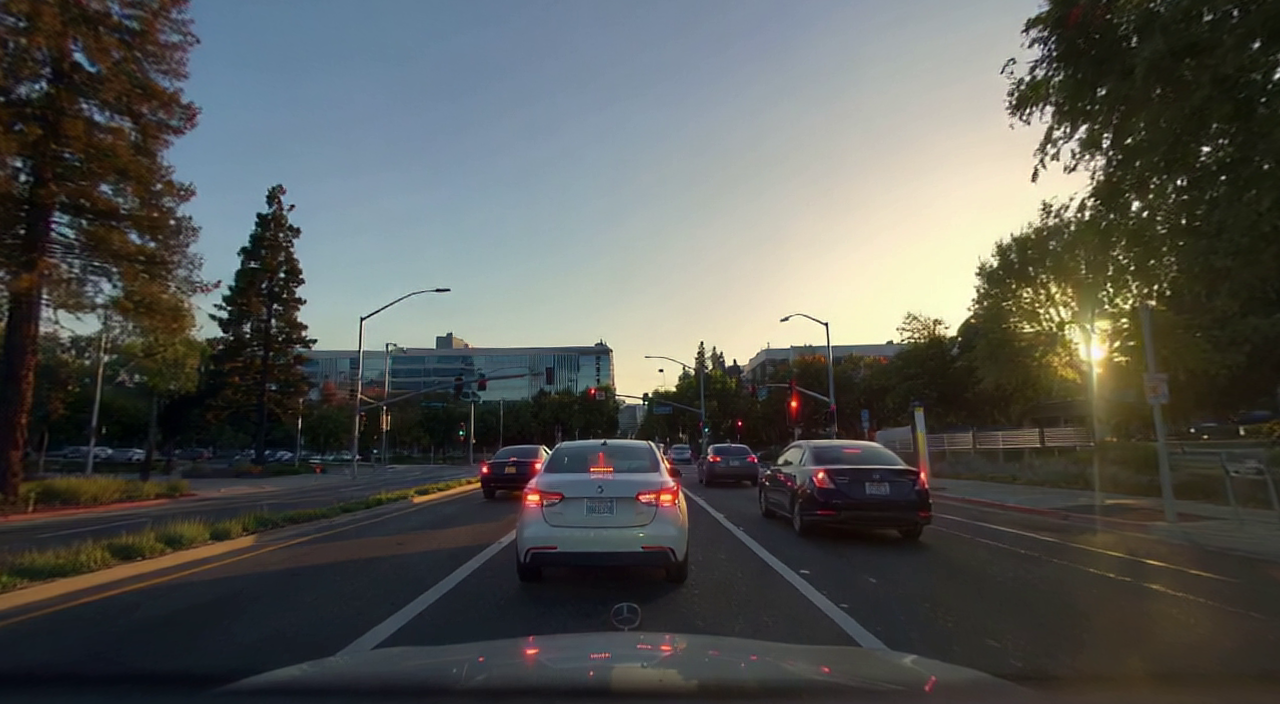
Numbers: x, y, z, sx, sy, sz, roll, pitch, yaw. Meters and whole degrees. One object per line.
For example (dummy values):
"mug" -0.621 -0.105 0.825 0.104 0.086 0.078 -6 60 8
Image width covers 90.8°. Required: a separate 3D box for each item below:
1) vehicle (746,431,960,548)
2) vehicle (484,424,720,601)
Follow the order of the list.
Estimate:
"vehicle" 3.116 2.100 10.340 1.910 1.474 4.263 0 -9 -2
"vehicle" -0.351 1.639 7.237 2.006 1.487 3.535 0 -9 -1
